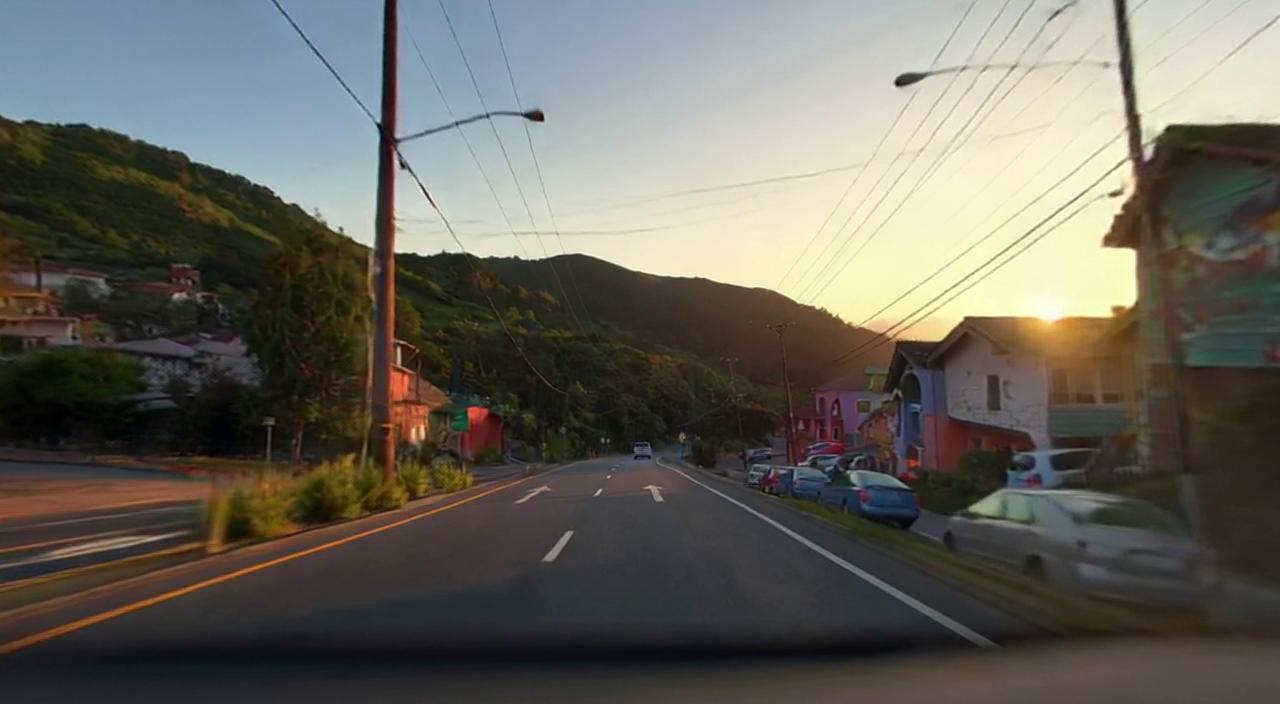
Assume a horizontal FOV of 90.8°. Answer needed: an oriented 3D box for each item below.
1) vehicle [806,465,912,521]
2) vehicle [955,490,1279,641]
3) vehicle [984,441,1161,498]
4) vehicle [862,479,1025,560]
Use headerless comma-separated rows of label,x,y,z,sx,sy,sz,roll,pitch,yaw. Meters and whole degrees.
vehicle,6.901,4.463,20.418,1.838,1.475,4.152,0,-9,-2
vehicle,6.673,2.959,9.514,1.781,1.432,4.169,0,-9,2
vehicle,15.263,4.148,22.500,4.798,1.934,1.908,0,-8,0
vehicle,6.883,3.818,14.881,1.797,1.401,4.088,0,-8,0
